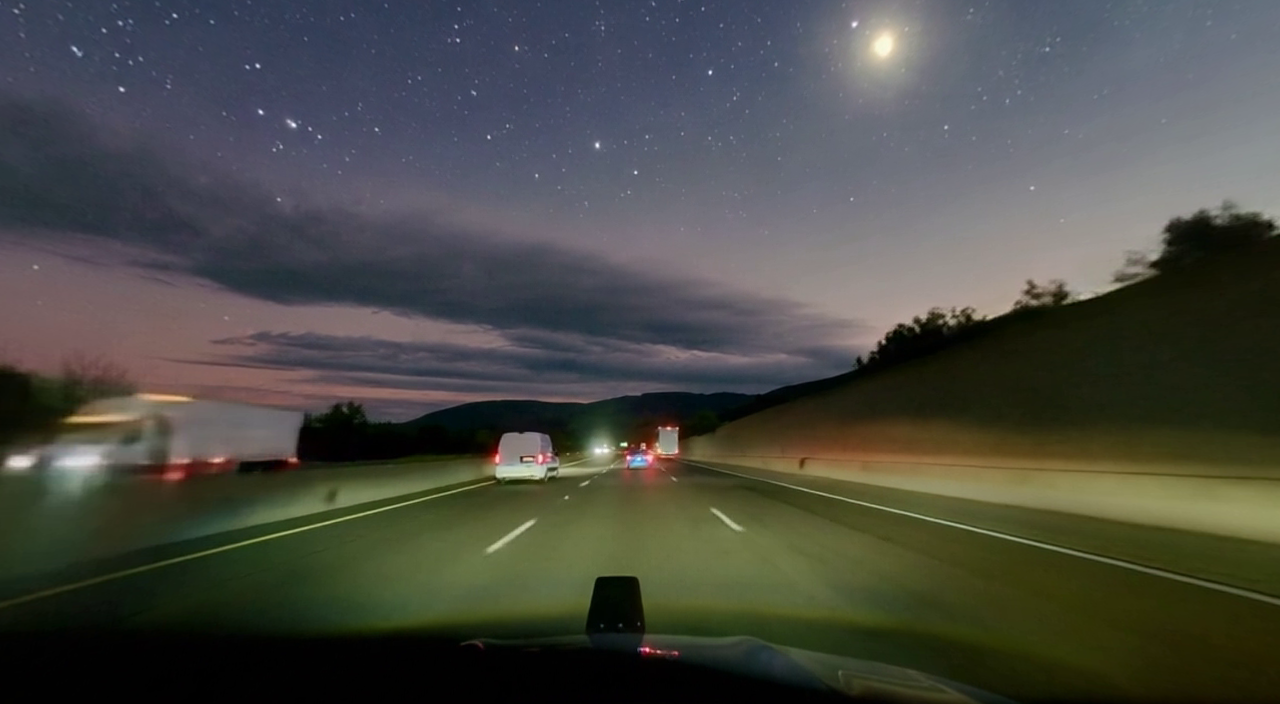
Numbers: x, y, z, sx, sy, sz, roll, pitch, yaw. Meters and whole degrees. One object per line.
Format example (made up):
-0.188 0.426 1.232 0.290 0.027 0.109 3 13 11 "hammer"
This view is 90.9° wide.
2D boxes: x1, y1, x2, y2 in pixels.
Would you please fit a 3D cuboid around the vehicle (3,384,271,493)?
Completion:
-19.423 3.601 25.647 2.958 3.583 9.528 0 -9 0 "vehicle"

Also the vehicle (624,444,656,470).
0.004 7.461 45.009 2.166 1.747 4.299 0 -9 0 "vehicle"

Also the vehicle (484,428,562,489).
-4.166 3.906 23.309 1.955 2.004 4.792 0 -9 0 "vehicle"
